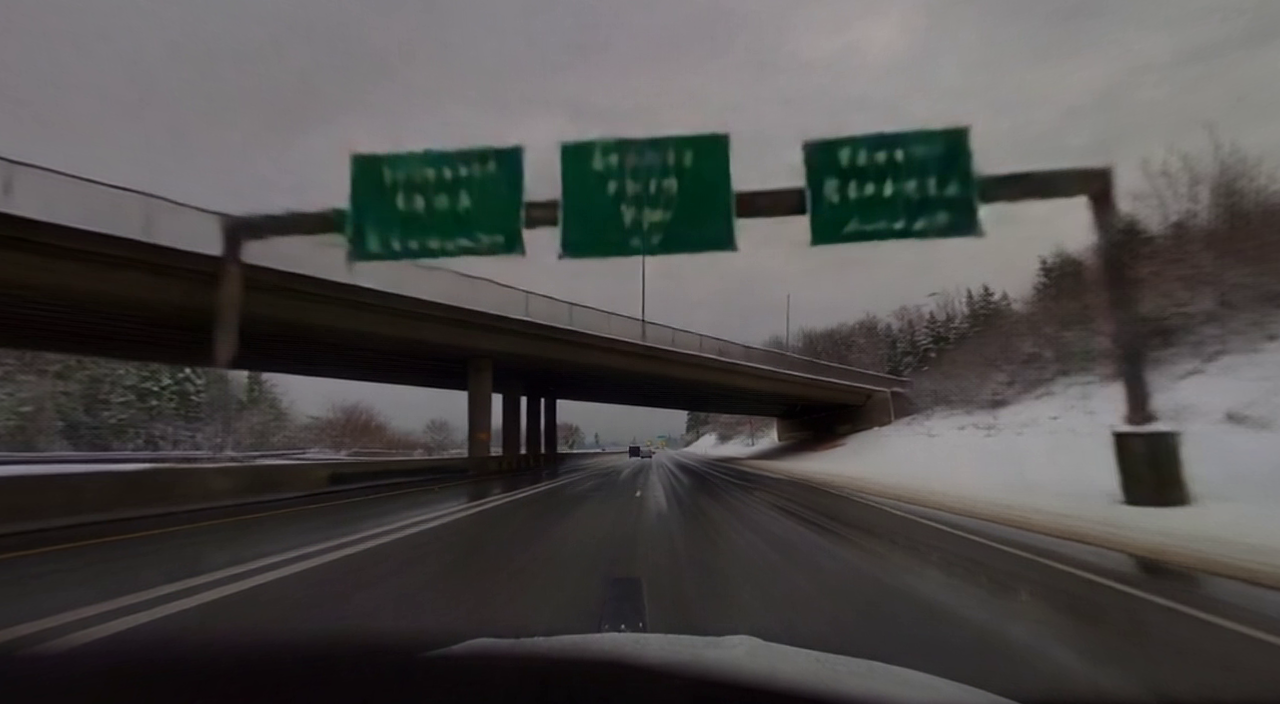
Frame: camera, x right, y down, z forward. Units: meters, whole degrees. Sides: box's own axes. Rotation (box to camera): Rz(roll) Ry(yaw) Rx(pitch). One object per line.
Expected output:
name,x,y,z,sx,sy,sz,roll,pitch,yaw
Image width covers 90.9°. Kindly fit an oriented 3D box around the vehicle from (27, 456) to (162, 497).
vehicle,-21.392,4.867,24.944,1.835,1.455,3.837,0,-9,2
